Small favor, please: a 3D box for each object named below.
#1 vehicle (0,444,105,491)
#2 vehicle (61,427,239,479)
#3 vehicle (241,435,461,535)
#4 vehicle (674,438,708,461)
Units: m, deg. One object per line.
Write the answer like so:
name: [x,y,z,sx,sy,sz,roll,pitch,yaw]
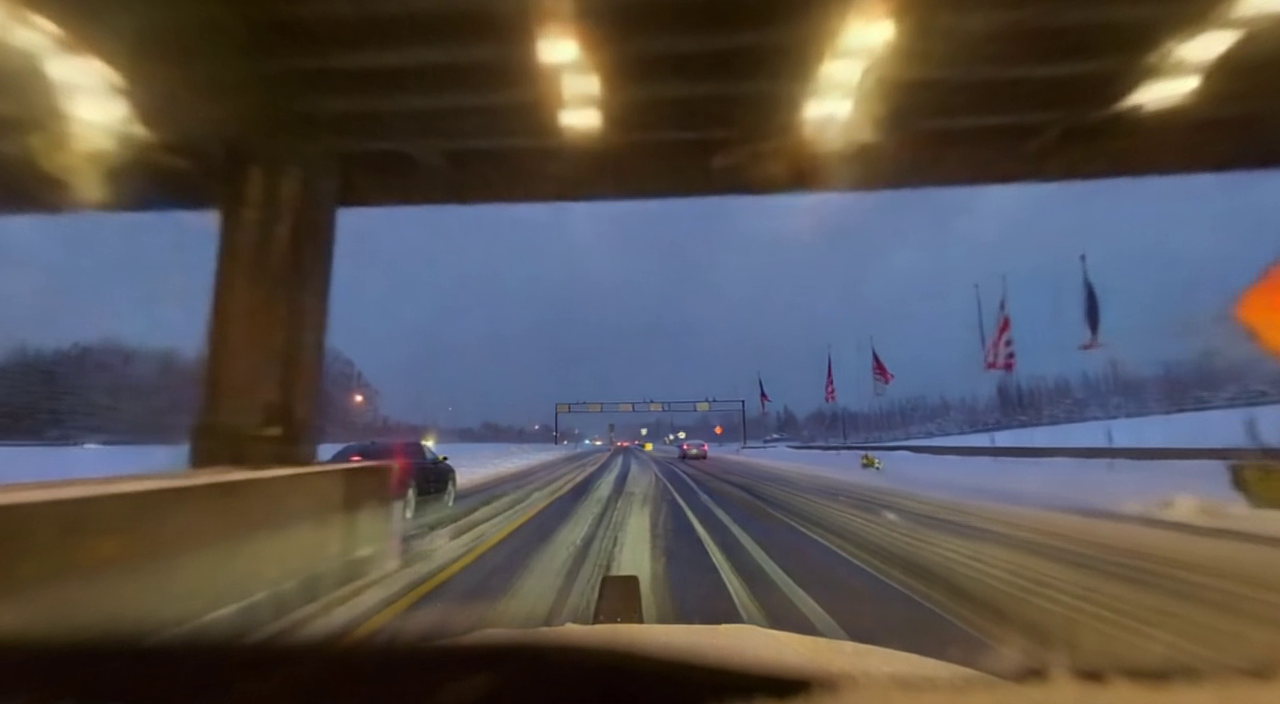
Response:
vehicle: [-21.007,3.757,20.692,1.966,1.470,4.933,-7,-11,39]
vehicle: [-21.327,4.390,27.759,2.303,2.005,5.709,-8,-11,42]
vehicle: [-4.951,2.309,11.656,1.981,1.465,4.334,0,-8,0]
vehicle: [3.854,7.506,48.822,2.072,1.639,4.919,0,-8,-1]
